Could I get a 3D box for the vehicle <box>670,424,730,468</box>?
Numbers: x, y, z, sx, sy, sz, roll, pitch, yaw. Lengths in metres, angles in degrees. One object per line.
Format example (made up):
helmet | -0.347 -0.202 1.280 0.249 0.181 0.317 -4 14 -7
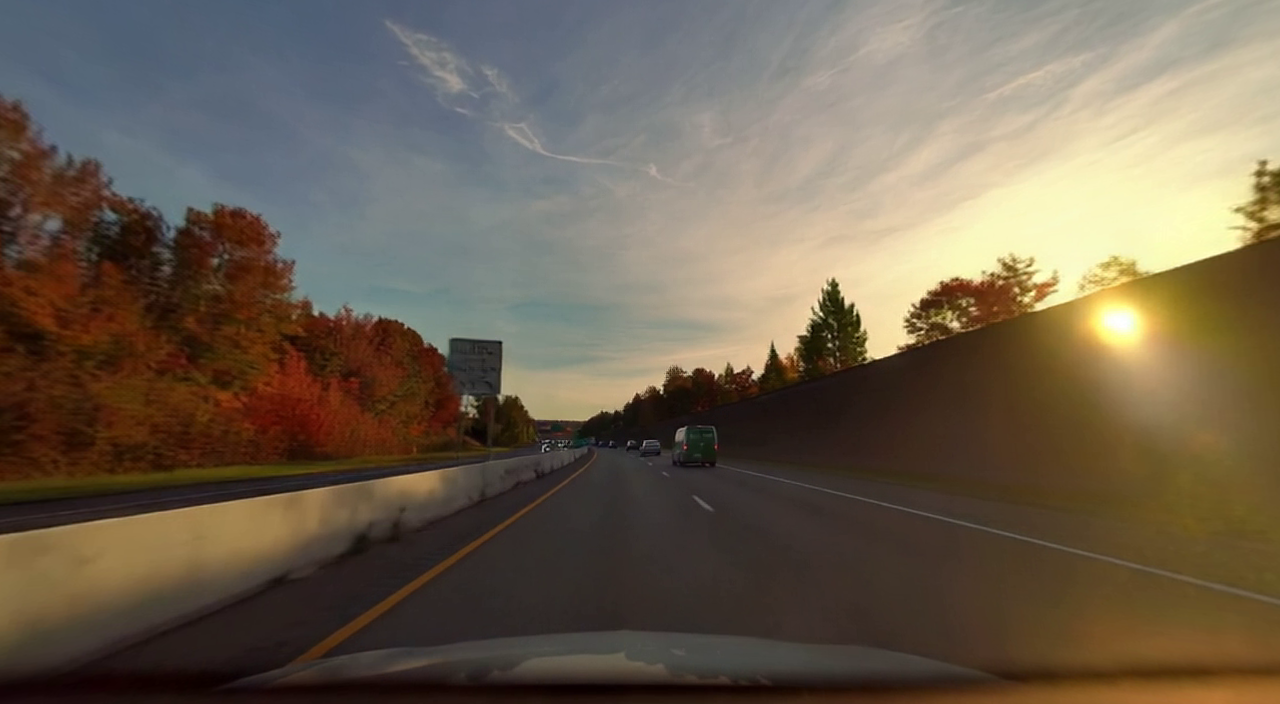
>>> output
vehicle | 3.000 4.858 32.620 2.393 2.072 4.958 1 -8 -3
